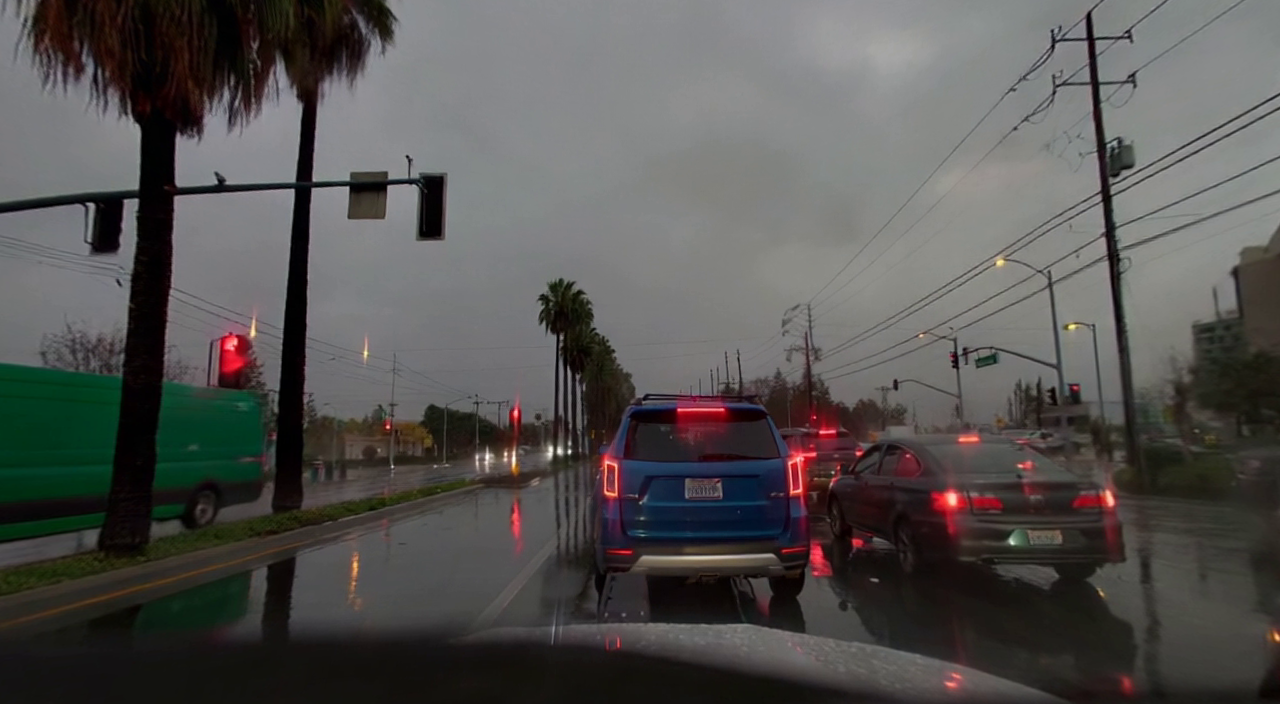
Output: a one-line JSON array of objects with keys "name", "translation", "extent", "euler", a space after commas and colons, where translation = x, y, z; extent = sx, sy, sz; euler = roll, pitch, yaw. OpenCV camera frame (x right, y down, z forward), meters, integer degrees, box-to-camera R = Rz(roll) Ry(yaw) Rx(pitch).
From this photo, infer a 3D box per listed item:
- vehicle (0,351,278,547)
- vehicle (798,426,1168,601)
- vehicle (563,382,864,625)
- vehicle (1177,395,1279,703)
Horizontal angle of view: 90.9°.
[{"name": "vehicle", "translation": [-14.052, 2.290, 14.960], "extent": [2.973, 3.889, 11.535], "euler": [-1, -9, 6]}, {"name": "vehicle", "translation": [3.442, 1.684, 7.500], "extent": [1.895, 1.456, 4.255], "euler": [0, -9, -2]}, {"name": "vehicle", "translation": [0.467, 1.435, 6.876], "extent": [2.228, 1.780, 4.269], "euler": [0, -9, -2]}, {"name": "vehicle", "translation": [3.362, 0.644, 0.650], "extent": [1.805, 1.485, 4.348], "euler": [0, -9, 1]}]
